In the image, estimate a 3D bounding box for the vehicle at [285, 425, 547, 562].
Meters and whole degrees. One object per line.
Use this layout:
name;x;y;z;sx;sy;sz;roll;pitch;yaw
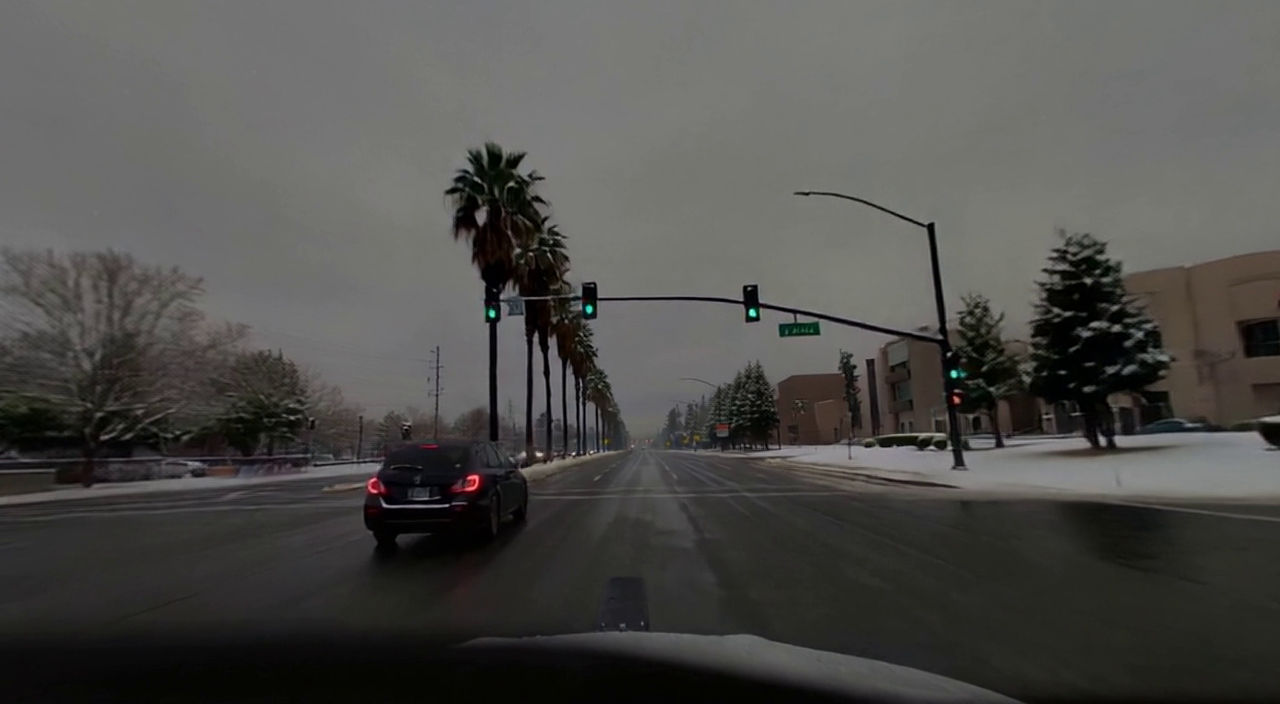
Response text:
vehicle;-2.925;1.973;9.665;2.162;1.549;4.795;0;-8;1

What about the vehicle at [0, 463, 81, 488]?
vehicle;-43.588;8.868;45.652;1.864;1.556;4.664;0;-8;1
